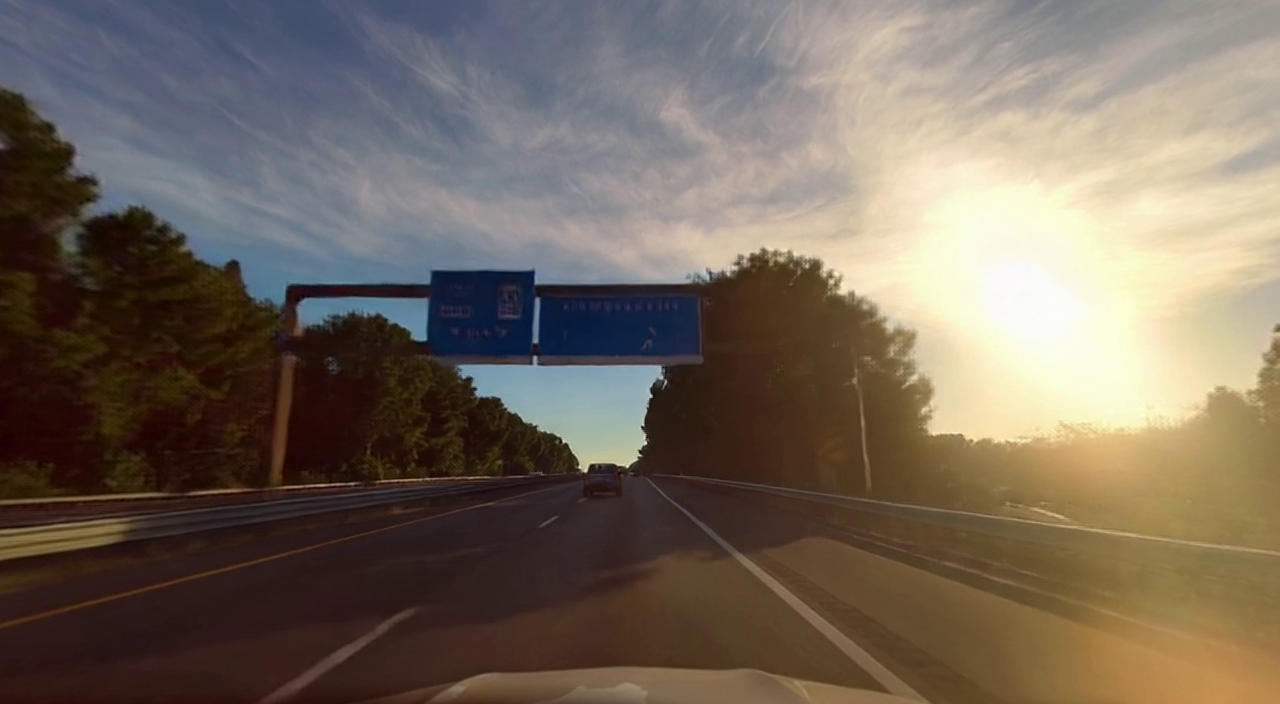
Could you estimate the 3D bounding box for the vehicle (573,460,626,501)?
[{"bbox_3d":[-1.753,5.838,28.882,2.107,1.668,4.554,1,-11,0],"label":"vehicle"}]
